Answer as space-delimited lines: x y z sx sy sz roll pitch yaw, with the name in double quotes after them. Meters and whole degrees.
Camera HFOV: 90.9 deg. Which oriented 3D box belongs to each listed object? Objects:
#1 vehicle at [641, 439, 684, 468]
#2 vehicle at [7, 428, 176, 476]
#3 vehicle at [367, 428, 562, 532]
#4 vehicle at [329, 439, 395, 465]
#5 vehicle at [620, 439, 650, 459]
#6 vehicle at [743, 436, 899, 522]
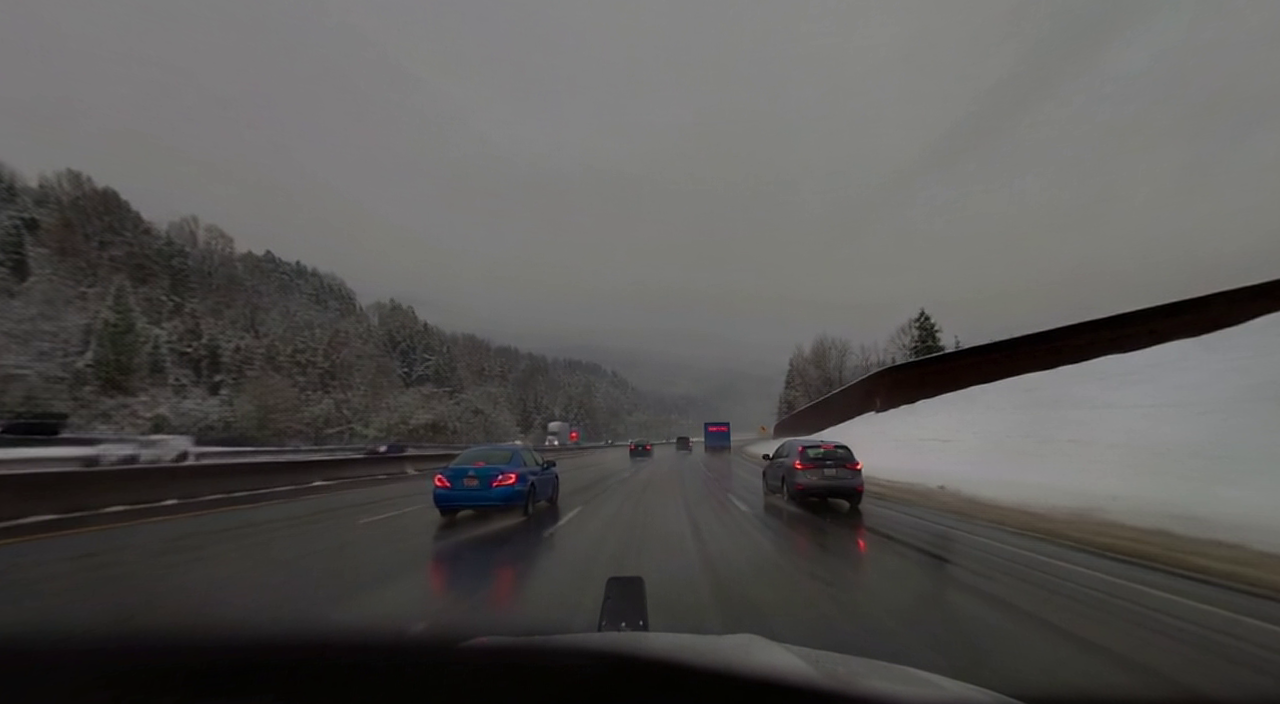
1.277 5.462 34.061 2.202 1.467 3.929 -1 -8 4 "vehicle"
-21.218 3.911 24.787 2.114 1.678 4.985 0 -8 1 "vehicle"
-2.855 2.218 11.604 2.031 1.491 4.792 -1 -8 2 "vehicle"
-17.168 6.197 39.250 1.870 1.454 4.587 -1 -8 2 "vehicle"
-0.352 7.673 49.938 2.010 1.482 4.230 -1 -8 4 "vehicle"
3.489 2.529 13.137 2.013 1.464 4.317 0 -8 1 "vehicle"
